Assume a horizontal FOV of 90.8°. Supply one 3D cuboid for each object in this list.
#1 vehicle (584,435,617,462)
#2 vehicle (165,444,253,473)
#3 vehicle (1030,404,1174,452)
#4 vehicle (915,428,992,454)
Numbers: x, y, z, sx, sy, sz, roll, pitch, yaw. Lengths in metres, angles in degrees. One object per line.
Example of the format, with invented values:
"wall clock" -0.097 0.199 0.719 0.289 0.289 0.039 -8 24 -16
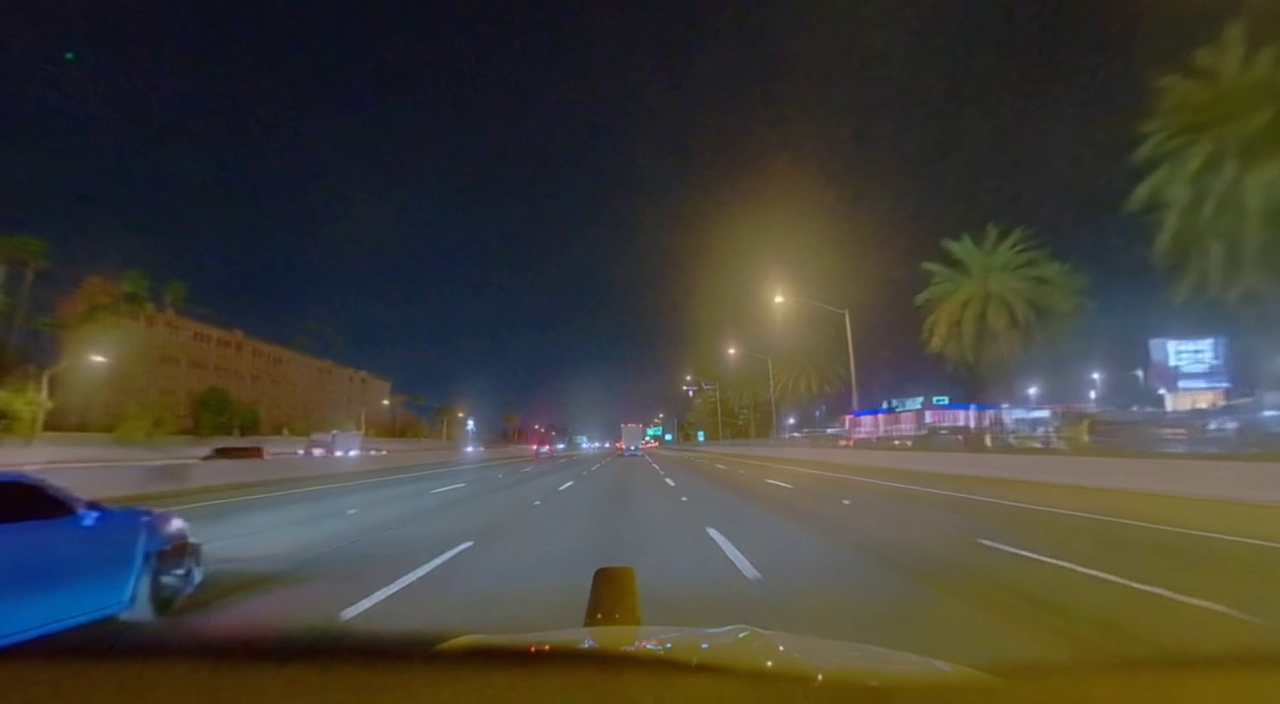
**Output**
"vehicle" -3.075 7.590 49.845 2.390 2.007 4.901 0 -8 -1
"vehicle" -26.257 6.479 38.705 2.196 1.608 4.473 0 -8 0
"vehicle" 23.821 3.959 32.717 5.716 2.092 2.177 -2 -11 -4
"vehicle" 23.556 6.695 47.543 4.675 1.823 2.059 0 -8 -2
